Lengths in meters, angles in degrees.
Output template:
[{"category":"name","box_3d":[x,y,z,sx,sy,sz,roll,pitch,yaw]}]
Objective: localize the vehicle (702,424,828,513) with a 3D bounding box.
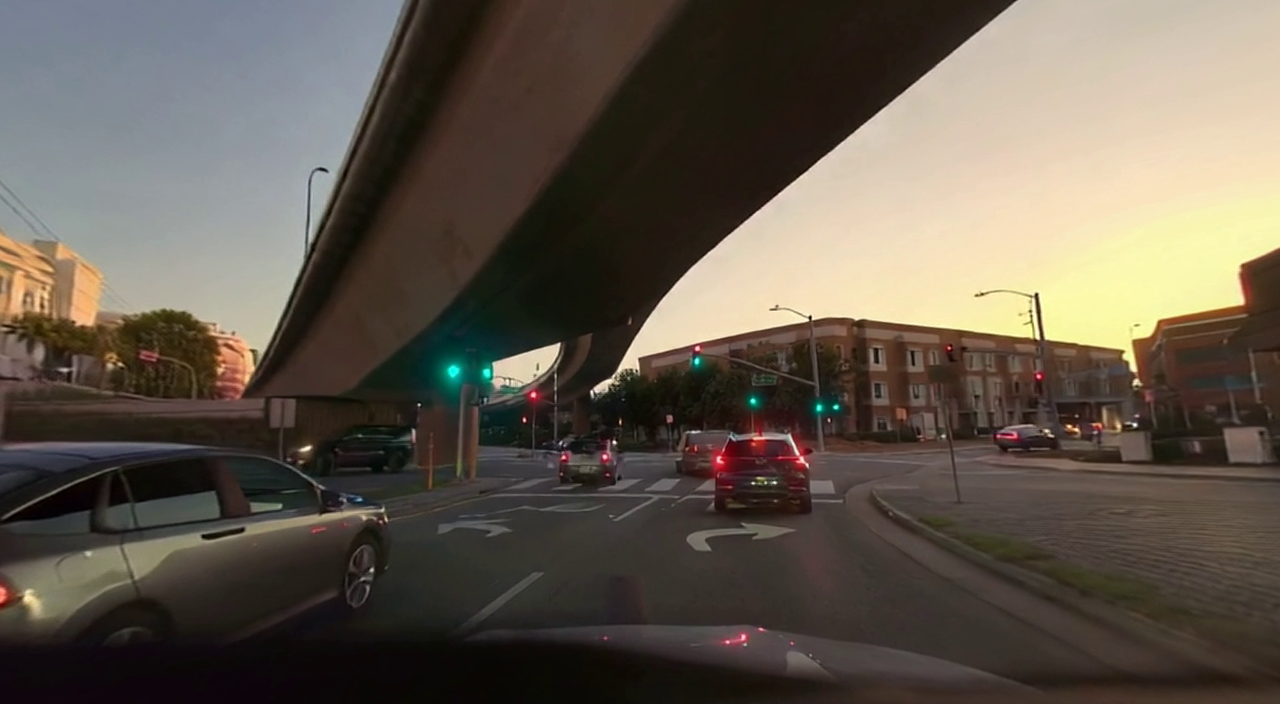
[{"category":"vehicle","box_3d":[2.487,2.409,13.543,2.195,1.571,4.353,-1,-8,6]}]

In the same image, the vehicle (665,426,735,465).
[{"category":"vehicle","box_3d":[2.452,4.022,27.167,2.332,1.543,4.730,0,-8,-3]}]

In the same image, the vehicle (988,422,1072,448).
[{"category":"vehicle","box_3d":[25.008,5.344,40.442,4.755,1.623,2.290,4,-9,-25]}]

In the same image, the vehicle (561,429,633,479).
[{"category":"vehicle","box_3d":[-1.542,3.471,21.744,2.214,1.519,4.704,1,-8,-6]}]

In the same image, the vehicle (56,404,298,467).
[{"category":"vehicle","box_3d":[-31.291,5.852,44.223,3.136,3.659,13.988,-3,-8,21]}]

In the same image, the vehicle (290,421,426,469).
[{"category":"vehicle","box_3d":[-11.972,3.987,27.075,4.761,1.930,2.175,0,-8,-3]}]
